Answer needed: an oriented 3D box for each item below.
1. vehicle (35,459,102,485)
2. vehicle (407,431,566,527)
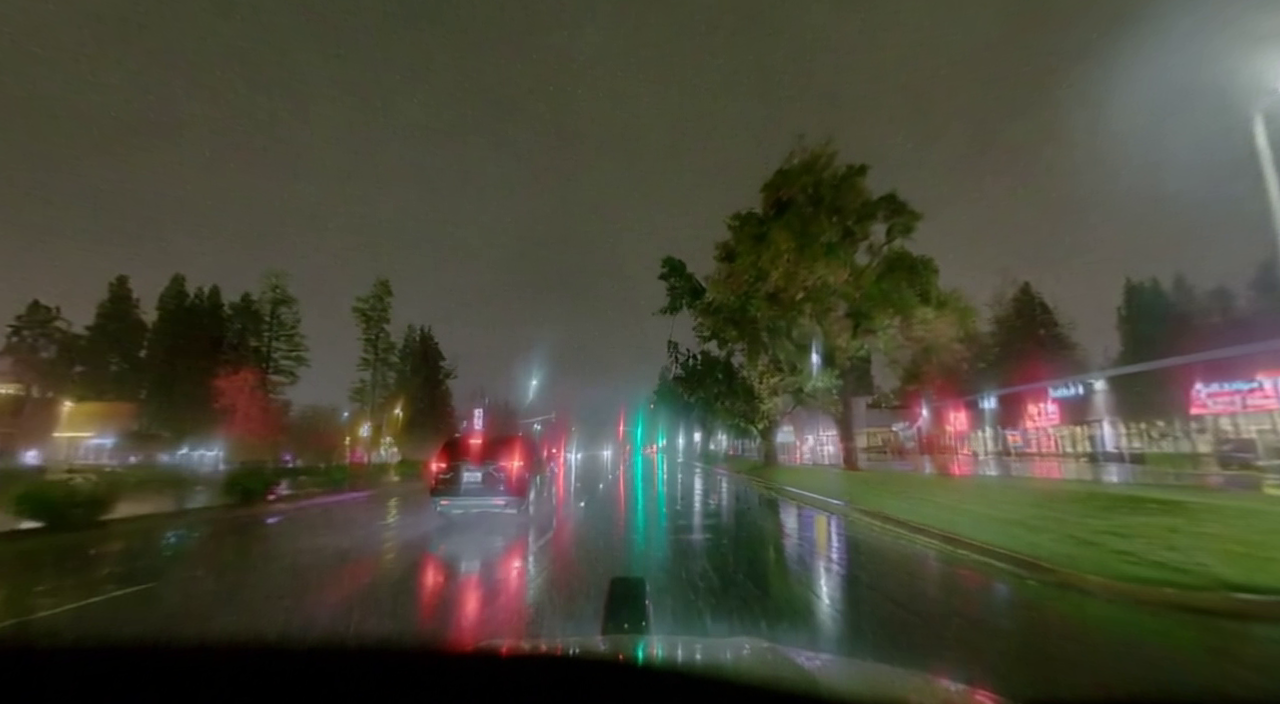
[{"bbox_3d":[-43.144,9.046,47.687,1.953,1.686,4.480,2,-9,-17],"label":"vehicle"},{"bbox_3d":[-2.929,2.530,13.121,2.127,1.654,4.121,0,-8,2],"label":"vehicle"}]
